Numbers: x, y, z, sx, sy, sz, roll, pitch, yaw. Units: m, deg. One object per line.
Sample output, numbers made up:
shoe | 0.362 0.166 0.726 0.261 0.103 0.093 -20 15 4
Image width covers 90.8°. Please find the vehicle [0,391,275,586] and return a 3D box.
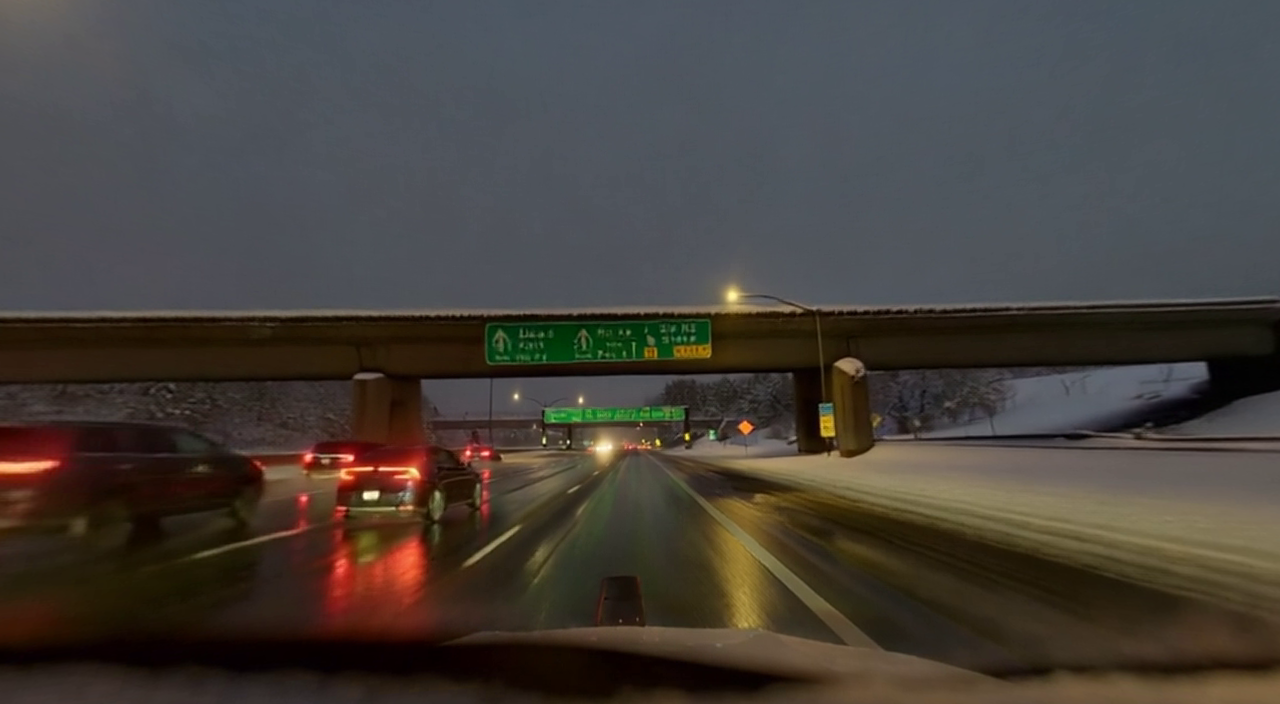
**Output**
vehicle | -7.310 1.612 8.057 2.208 1.876 5.088 0 -8 0

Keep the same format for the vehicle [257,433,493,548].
vehicle | -4.065 2.179 10.732 2.051 1.516 4.493 0 -8 0
